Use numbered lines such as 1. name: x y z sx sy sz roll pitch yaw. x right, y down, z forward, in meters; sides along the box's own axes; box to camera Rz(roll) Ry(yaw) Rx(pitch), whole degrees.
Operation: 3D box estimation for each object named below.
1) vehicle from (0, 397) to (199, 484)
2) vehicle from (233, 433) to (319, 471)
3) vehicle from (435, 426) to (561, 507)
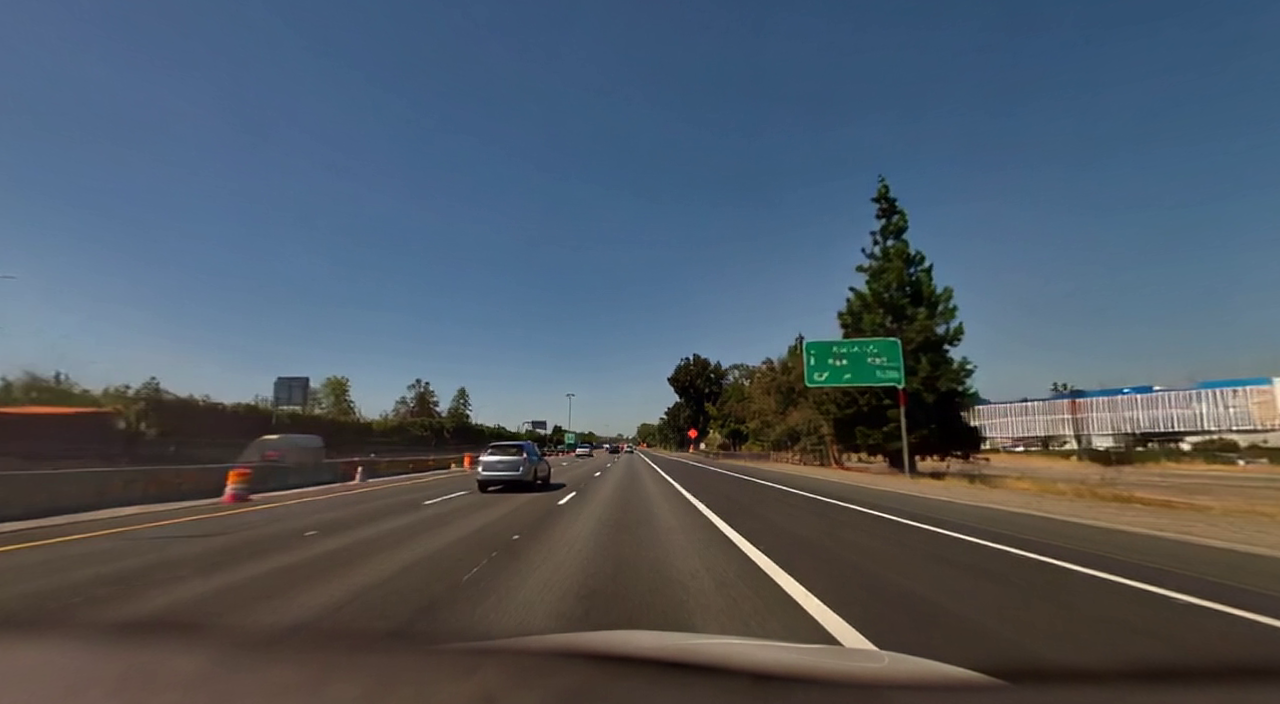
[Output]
1. vehicle: -31.940 5.026 35.264 2.891 4.097 16.481 0 -9 0
2. vehicle: -24.027 6.622 42.033 2.250 2.320 5.768 0 -9 0
3. vehicle: -3.314 2.786 15.755 2.103 1.715 4.371 0 -9 0
